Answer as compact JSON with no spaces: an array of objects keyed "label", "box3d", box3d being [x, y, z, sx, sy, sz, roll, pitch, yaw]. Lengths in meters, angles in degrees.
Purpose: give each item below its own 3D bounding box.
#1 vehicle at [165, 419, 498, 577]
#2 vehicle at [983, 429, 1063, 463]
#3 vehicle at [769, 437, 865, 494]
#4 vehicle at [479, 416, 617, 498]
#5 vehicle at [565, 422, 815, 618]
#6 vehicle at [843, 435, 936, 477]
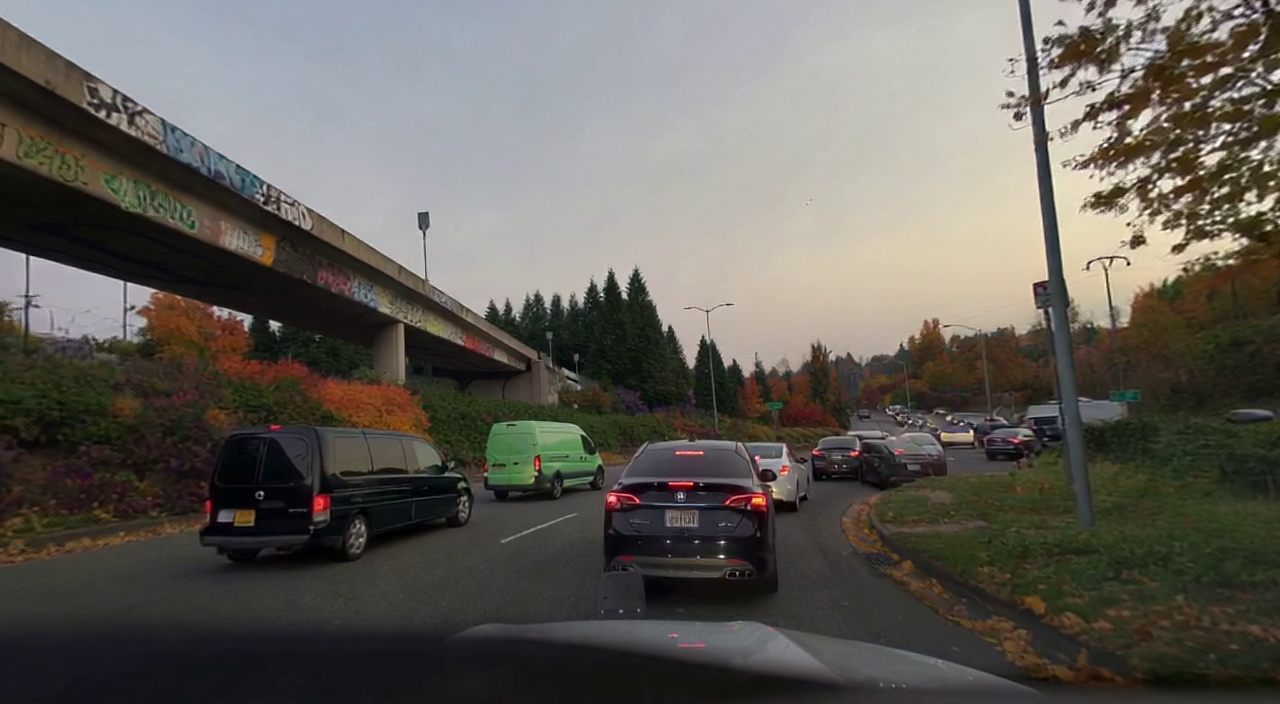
[{"label":"vehicle","box3d":[-3.649,1.798,8.456,1.921,1.554,4.081,-2,-9,10]},{"label":"vehicle","box3d":[17.517,4.300,28.644,3.445,1.478,1.764,6,-11,-34]},{"label":"vehicle","box3d":[5.251,3.256,18.284,1.780,1.446,3.902,-5,-10,29]},{"label":"vehicle","box3d":[-2.222,2.708,16.323,1.835,1.825,4.005,-4,-9,20]},{"label":"vehicle","box3d":[0.802,1.639,7.014,2.064,1.515,3.722,-3,-9,14]},{"label":"vehicle","box3d":[9.680,3.983,24.147,3.934,1.485,1.763,8,-12,-43]}]
